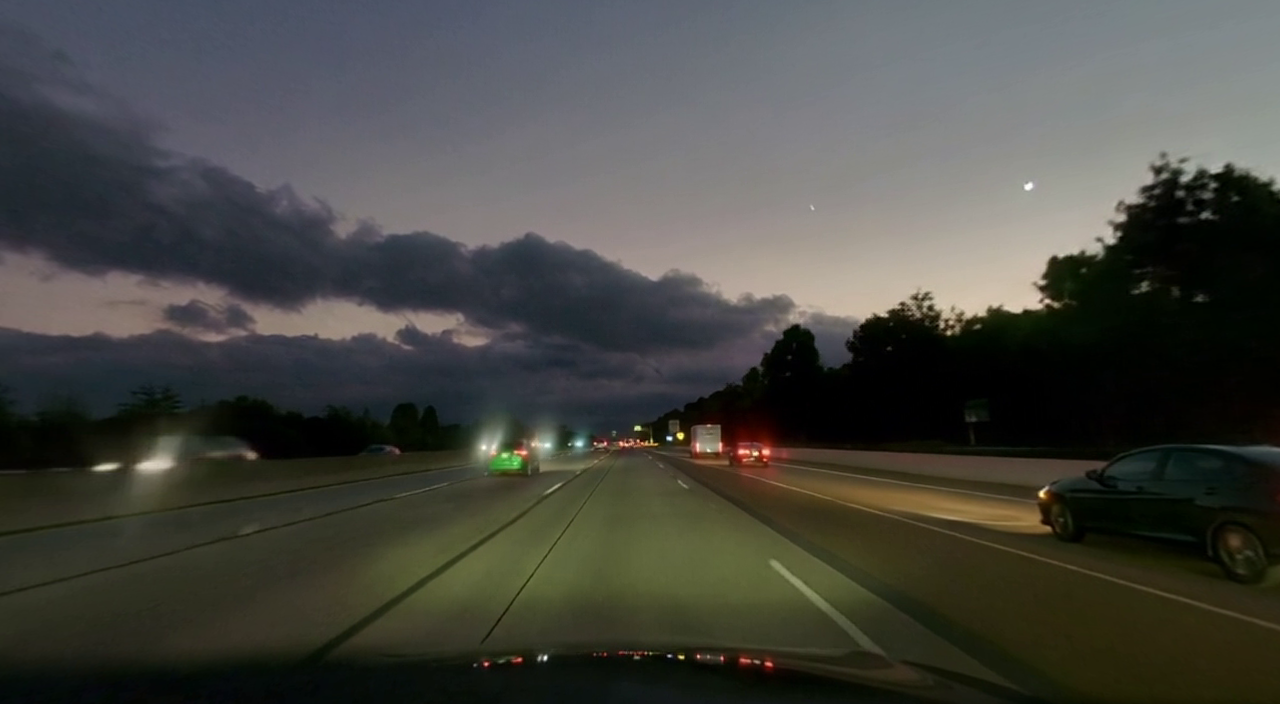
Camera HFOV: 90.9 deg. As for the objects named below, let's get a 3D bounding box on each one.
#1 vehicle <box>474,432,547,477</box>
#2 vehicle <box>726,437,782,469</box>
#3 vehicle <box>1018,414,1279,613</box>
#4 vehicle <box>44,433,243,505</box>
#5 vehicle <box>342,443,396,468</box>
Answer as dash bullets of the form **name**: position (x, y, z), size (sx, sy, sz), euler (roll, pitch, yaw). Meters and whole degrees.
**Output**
- **vehicle**: position (-4.769, 3.818, 23.824), size (1.966, 1.570, 3.859), euler (0, -8, 0)
- **vehicle**: position (5.427, 4.828, 30.475), size (1.920, 1.436, 3.890), euler (0, -8, -2)
- **vehicle**: position (5.834, 1.362, 5.811), size (2.028, 1.488, 4.236), euler (0, -8, -1)
- **vehicle**: position (-12.956, 3.023, 16.866), size (1.902, 1.647, 4.241), euler (0, -8, -1)
- **vehicle**: position (-16.928, 6.450, 39.524), size (1.761, 1.419, 3.733), euler (0, -8, 0)
